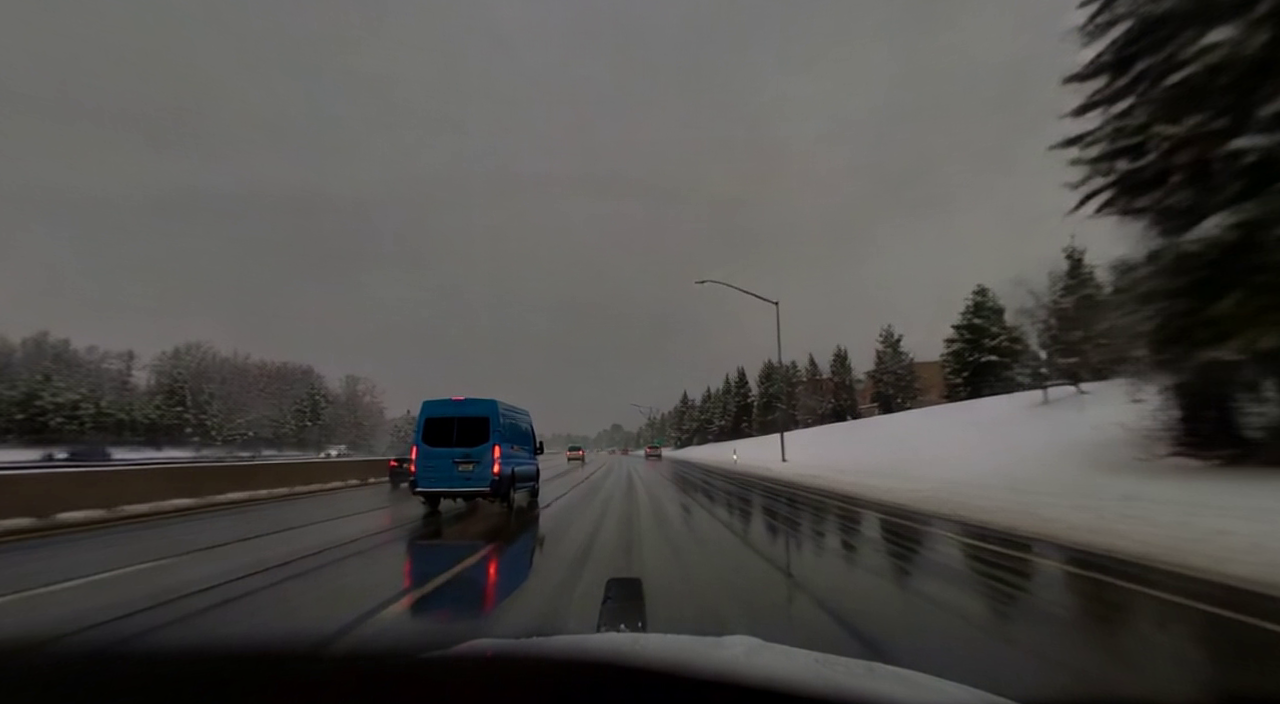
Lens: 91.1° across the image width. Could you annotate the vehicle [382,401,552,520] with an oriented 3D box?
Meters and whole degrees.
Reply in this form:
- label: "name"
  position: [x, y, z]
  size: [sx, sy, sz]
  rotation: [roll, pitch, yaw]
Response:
- label: "vehicle"
  position: [-3.679, 2.480, 14.717]
  size: [2.372, 2.248, 5.393]
  rotation: [0, -9, 1]
